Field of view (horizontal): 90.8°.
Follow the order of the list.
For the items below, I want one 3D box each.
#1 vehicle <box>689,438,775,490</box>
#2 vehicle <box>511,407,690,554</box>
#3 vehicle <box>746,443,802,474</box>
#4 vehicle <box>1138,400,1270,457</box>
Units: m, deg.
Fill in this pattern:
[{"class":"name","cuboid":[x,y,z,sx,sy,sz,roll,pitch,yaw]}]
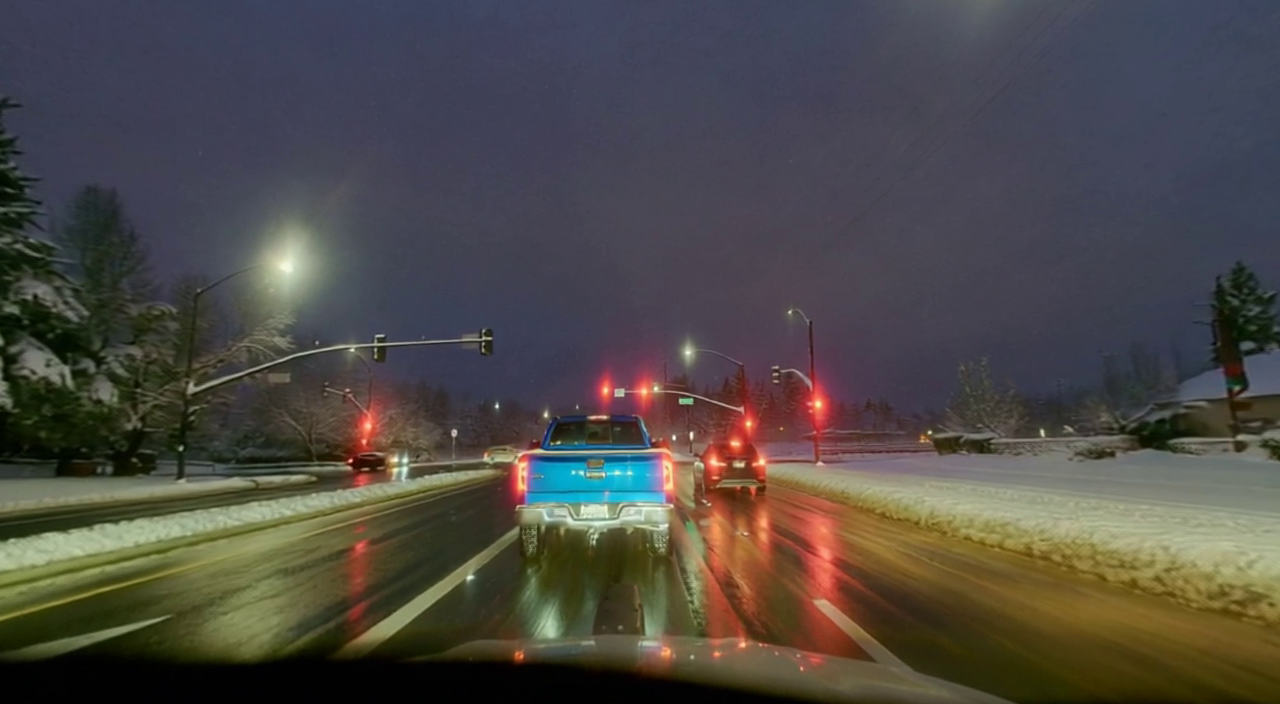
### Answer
[{"class":"vehicle","cuboid":[2.853,3.604,20.680,2.073,1.484,4.437,0,-8,-1]},{"class":"vehicle","cuboid":[-0.470,1.898,10.041,2.145,1.762,4.731,0,-8,0]},{"class":"vehicle","cuboid":[6.961,5.543,33.126,1.995,1.528,3.887,0,-8,-1]},{"class":"vehicle","cuboid":[30.529,4.227,34.390,2.892,2.881,4.178,2,-9,-15]}]
